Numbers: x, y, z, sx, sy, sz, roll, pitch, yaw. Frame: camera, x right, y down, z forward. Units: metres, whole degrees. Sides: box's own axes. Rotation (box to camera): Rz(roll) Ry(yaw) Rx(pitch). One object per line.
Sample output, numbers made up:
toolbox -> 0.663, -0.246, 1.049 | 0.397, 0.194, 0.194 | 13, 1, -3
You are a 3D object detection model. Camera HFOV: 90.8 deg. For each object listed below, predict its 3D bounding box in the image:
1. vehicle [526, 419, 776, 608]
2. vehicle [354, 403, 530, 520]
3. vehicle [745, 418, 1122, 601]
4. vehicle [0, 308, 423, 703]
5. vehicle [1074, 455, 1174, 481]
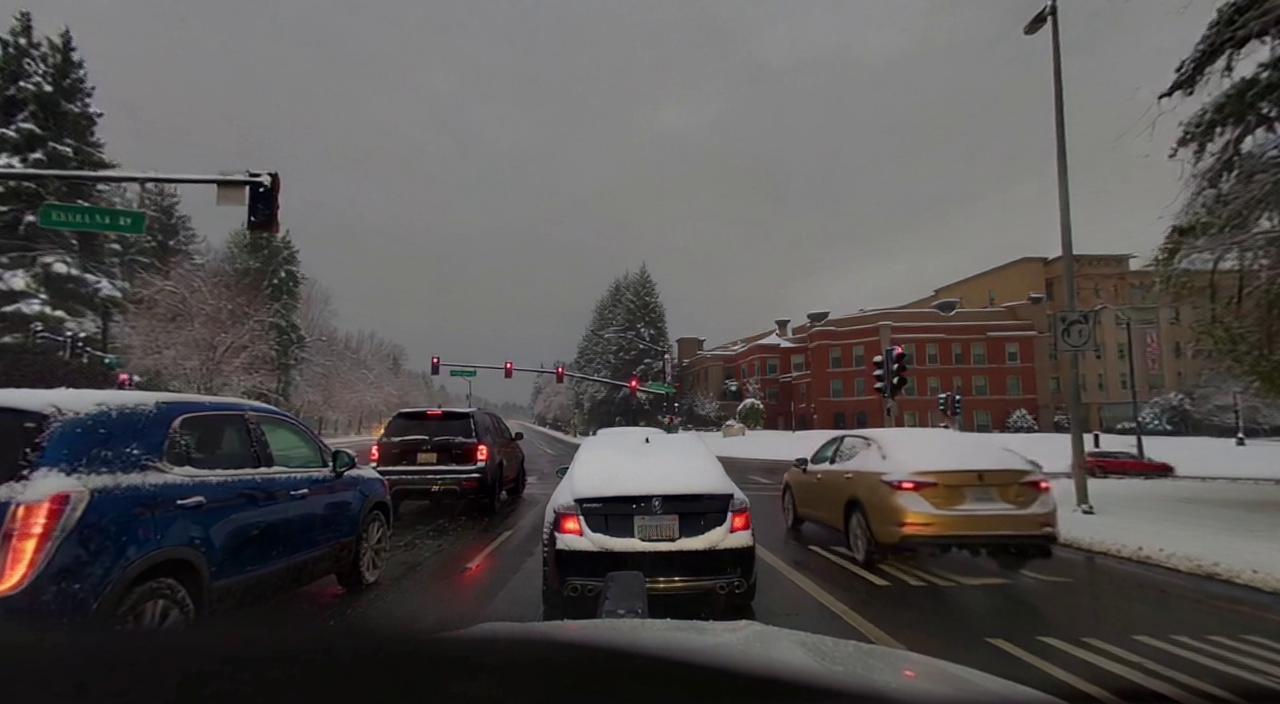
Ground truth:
vehicle -> -0.054, 1.613, 7.337 | 2.001, 1.483, 4.442 | 0, -8, -4
vehicle -> -3.887, 2.289, 13.718 | 2.305, 1.984, 5.586 | 0, -8, -3
vehicle -> 2.928, 1.687, 7.820 | 2.100, 1.524, 4.746 | 0, -8, -4
vehicle -> -3.154, 1.022, 4.278 | 1.924, 1.737, 4.387 | 0, -8, -2
vehicle -> 29.749, 7.143, 38.903 | 4.609, 1.513, 1.861 | 0, -8, -2
